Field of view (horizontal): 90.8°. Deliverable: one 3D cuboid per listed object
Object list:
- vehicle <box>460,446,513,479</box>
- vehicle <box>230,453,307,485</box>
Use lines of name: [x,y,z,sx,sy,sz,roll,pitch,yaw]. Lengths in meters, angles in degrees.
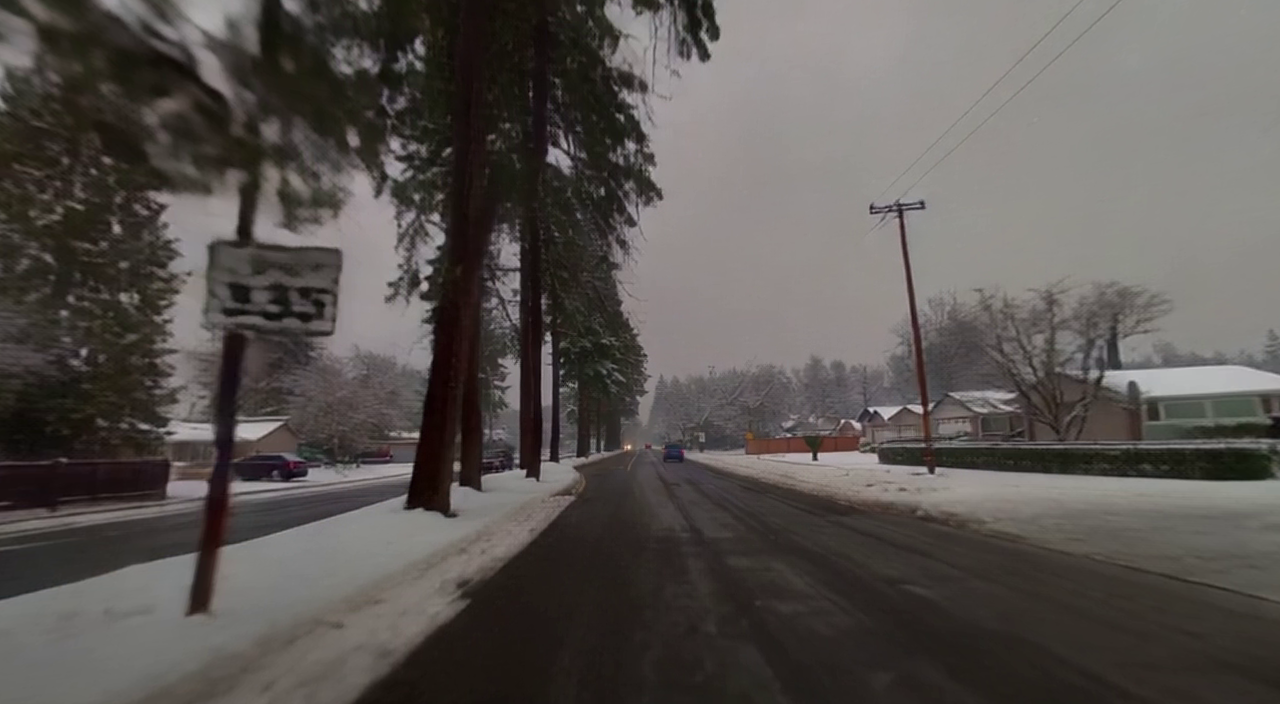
vehicle: [-8.955,6.475,37.269,1.964,1.722,4.403,-2,-9,2]
vehicle: [-21.704,6.821,37.140,1.860,1.663,4.418,0,-9,-1]
